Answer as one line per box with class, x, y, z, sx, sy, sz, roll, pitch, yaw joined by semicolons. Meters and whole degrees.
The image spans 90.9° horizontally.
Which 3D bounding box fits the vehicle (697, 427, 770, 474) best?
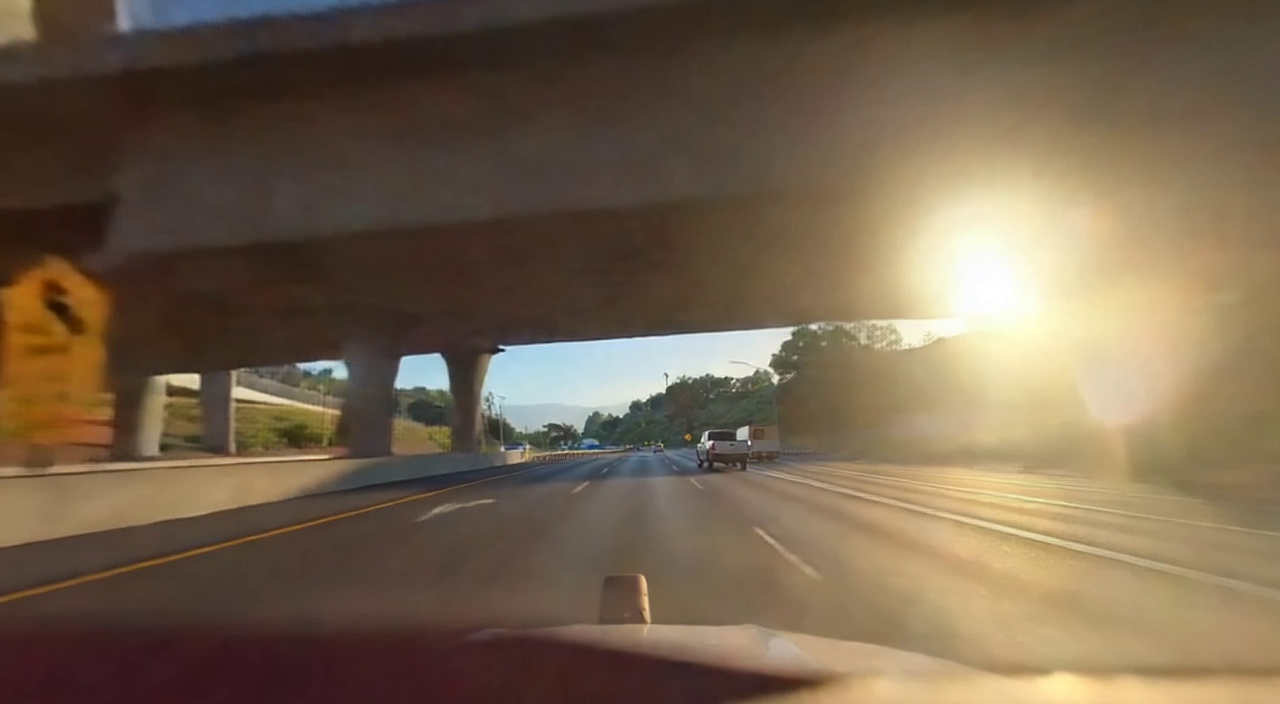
vehicle;4.271;4.644;29.919;2.505;2.020;5.532;0;-8;-1
